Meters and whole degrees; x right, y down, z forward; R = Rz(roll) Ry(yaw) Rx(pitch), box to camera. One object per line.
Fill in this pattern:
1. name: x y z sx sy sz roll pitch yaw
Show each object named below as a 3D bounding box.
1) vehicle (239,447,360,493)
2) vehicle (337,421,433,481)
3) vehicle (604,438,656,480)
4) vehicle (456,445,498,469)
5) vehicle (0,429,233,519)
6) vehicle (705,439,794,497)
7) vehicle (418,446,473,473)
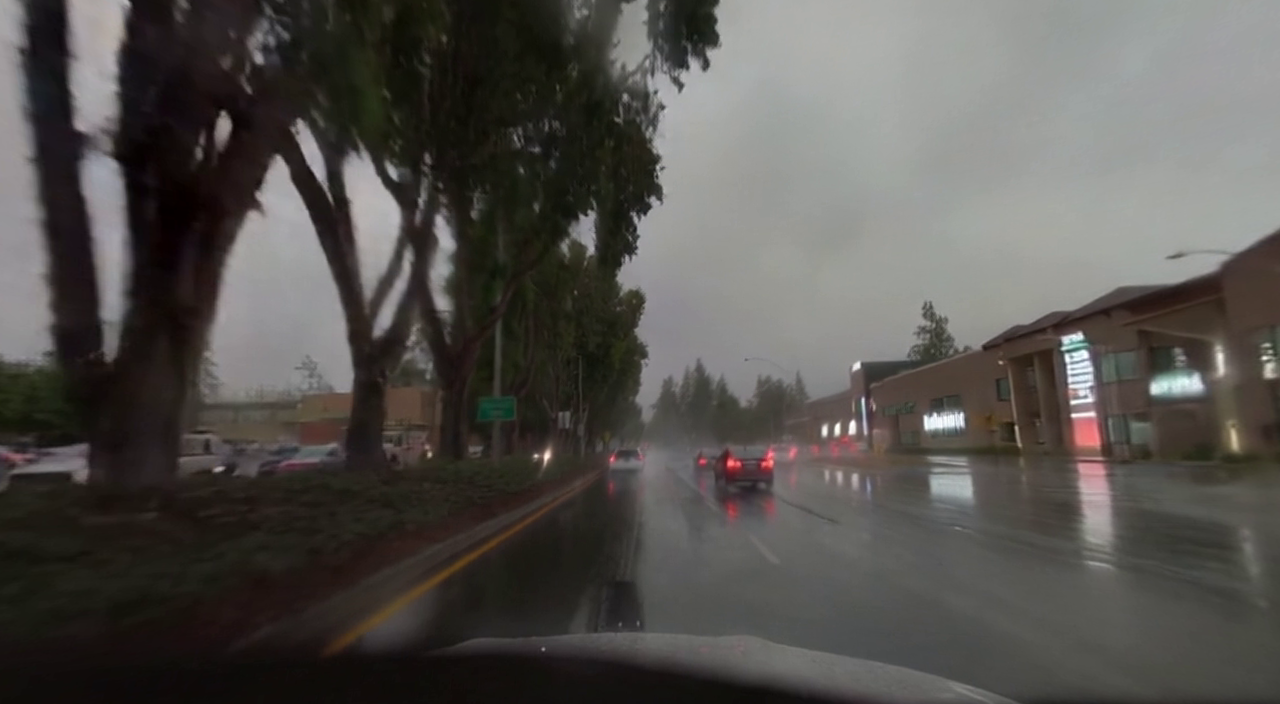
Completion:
1. vehicle: -12.165 4.203 22.974 1.923 1.502 4.422 0 -9 0
2. vehicle: -12.271 4.790 30.994 2.263 2.542 5.913 -2 -8 0
3. vehicle: -0.398 4.702 28.019 2.101 1.694 3.979 0 -9 0
4. vehicle: -12.215 7.883 47.699 2.002 1.686 4.477 -1 -8 0
5. vehicle: -12.480 2.852 15.310 2.021 1.817 4.740 0 -9 0
6. vehicle: 3.068 3.341 18.546 1.852 1.498 3.825 0 -9 -1
7. vehicle: -11.933 6.620 39.150 2.048 1.470 4.514 -2 -8 -1
